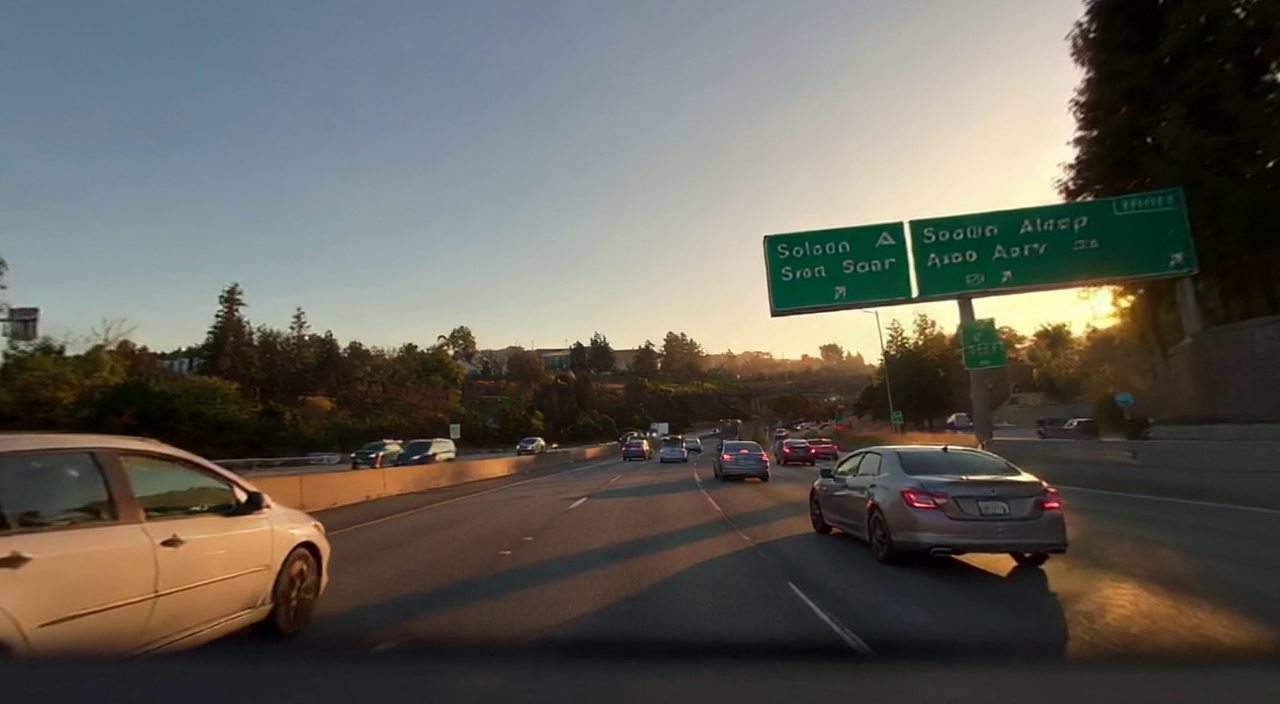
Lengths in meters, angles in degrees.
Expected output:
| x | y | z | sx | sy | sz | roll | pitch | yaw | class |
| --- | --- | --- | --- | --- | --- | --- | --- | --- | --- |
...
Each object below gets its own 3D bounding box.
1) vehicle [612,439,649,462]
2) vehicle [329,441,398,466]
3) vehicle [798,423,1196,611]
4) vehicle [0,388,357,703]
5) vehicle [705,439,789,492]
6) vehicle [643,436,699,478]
| x | y | z | sx | sy | sz | roll | pitch | yaw | class |
| --- | --- | --- | --- | --- | --- | --- | --- | --- | --- |
| -0.622 | 7.049 | 45.140 | 2.059 | 1.516 | 4.236 | -1 | -9 | 7 | vehicle |
| -20.806 | 7.683 | 47.688 | 2.328 | 1.767 | 5.383 | -1 | -9 | 6 | vehicle |
| 3.463 | 1.697 | 7.468 | 2.014 | 1.489 | 4.696 | 0 | -9 | 1 | vehicle |
| -3.218 | 0.977 | 2.620 | 1.937 | 1.558 | 4.469 | 0 | -9 | 1 | vehicle |
| 3.292 | 3.612 | 20.309 | 2.009 | 1.489 | 4.559 | 0 | -9 | 2 | vehicle |
| 1.344 | 4.461 | 26.883 | 2.201 | 1.614 | 3.803 | -1 | -9 | 4 | vehicle |
